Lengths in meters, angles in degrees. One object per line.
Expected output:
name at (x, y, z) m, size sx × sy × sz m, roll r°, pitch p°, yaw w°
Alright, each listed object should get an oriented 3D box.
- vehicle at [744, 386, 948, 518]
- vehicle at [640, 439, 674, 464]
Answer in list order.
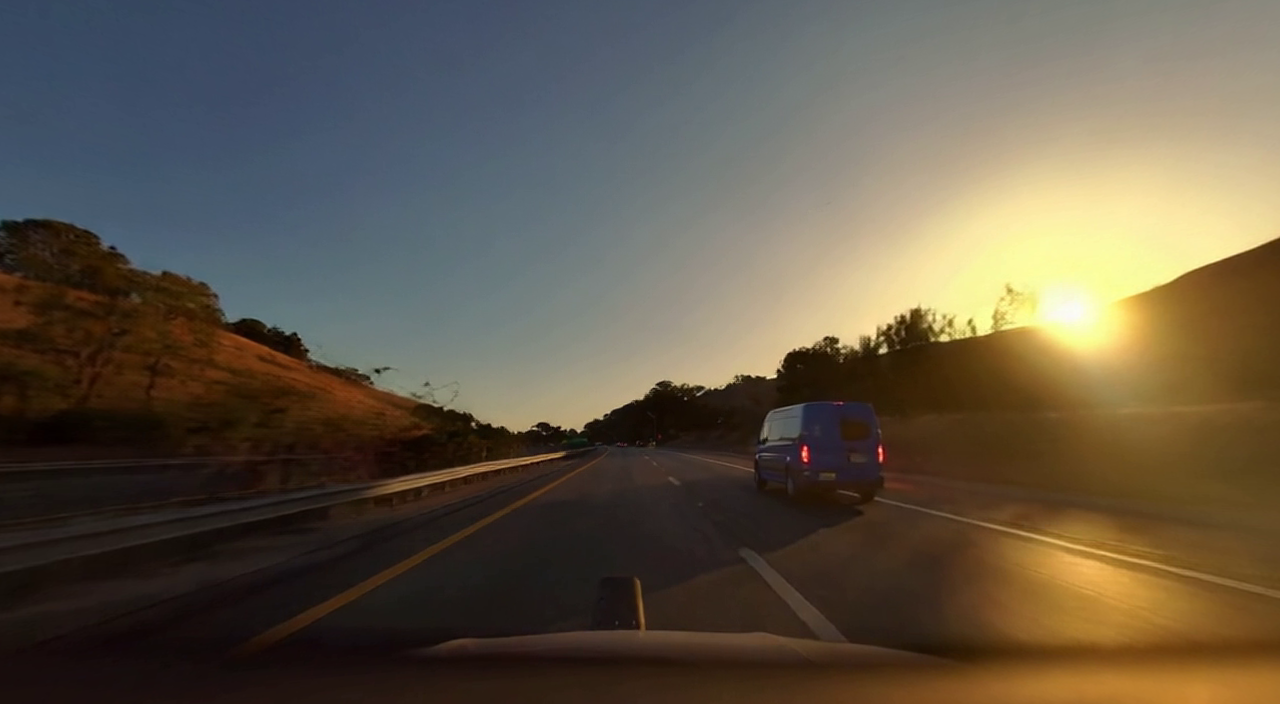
vehicle at (3.643, 1.898, 12.319) m, size 2.269 × 2.048 × 4.679 m, roll 0°, pitch -8°, yaw -1°
vehicle at (1.005, 6.284, 39.948) m, size 2.005 × 1.466 × 3.739 m, roll 0°, pitch -8°, yaw -1°
